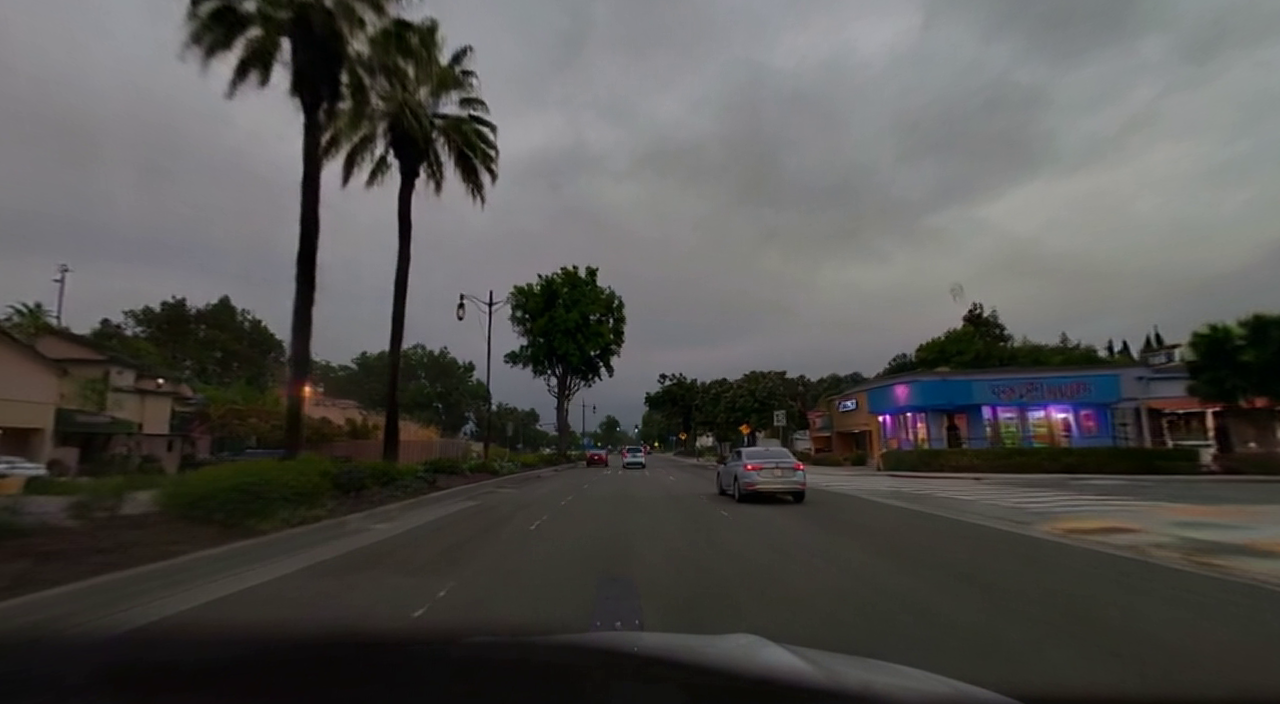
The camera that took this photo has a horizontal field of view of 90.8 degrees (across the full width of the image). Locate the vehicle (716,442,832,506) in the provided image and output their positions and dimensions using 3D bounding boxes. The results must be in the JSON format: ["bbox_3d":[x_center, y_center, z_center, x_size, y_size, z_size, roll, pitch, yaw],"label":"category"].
[{"bbox_3d":[3.507,3.290,17.569,2.090,1.503,4.566,0,-9,-2],"label":"vehicle"}]

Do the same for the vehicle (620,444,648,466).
[{"bbox_3d":[-0.477,8.088,49.636,2.102,1.653,3.698,0,-9,-1],"label":"vehicle"}]
